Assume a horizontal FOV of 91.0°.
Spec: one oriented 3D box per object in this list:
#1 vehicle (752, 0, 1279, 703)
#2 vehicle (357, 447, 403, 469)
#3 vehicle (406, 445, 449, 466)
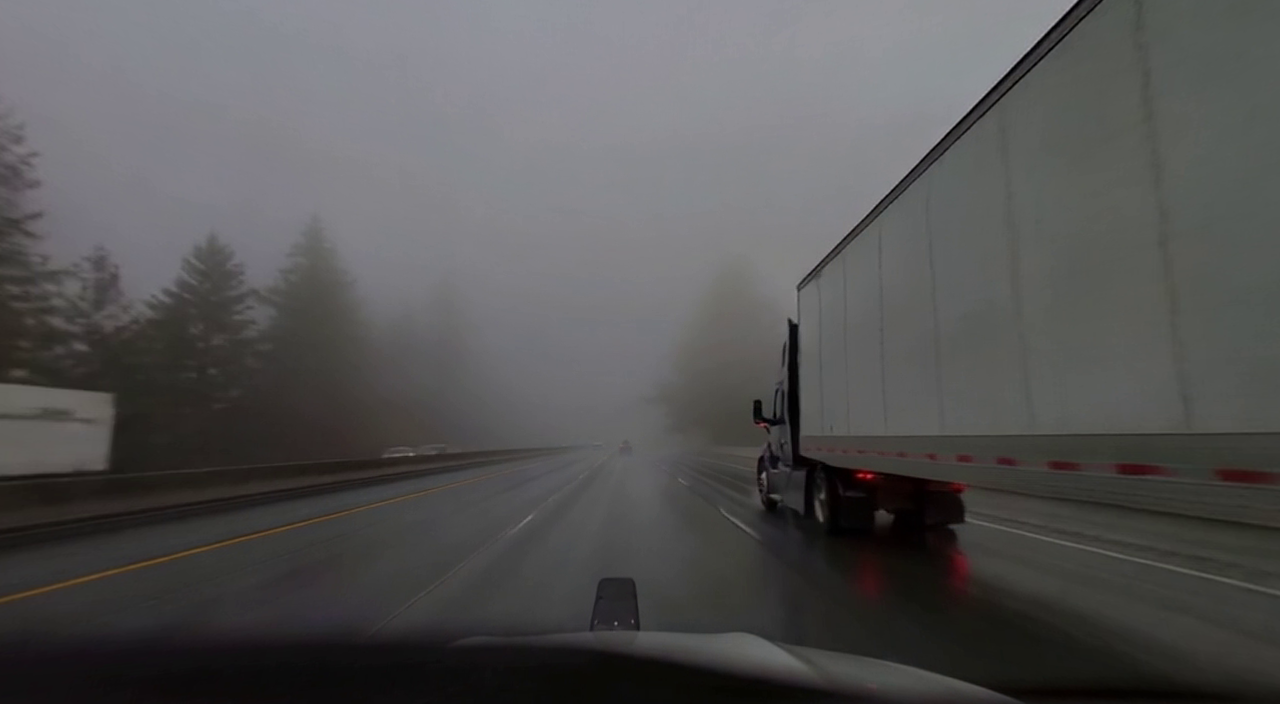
[{"bbox_3d":[3.990,-0.119,4.445,3.489,4.211,14.193,0,-8,-1],"label":"vehicle"},{"bbox_3d":[-19.795,8.088,48.052,1.795,1.501,4.218,0,-8,-1],"label":"vehicle"},{"bbox_3d":[-16.161,7.842,48.072,1.913,1.465,4.331,0,-8,-1],"label":"vehicle"}]
